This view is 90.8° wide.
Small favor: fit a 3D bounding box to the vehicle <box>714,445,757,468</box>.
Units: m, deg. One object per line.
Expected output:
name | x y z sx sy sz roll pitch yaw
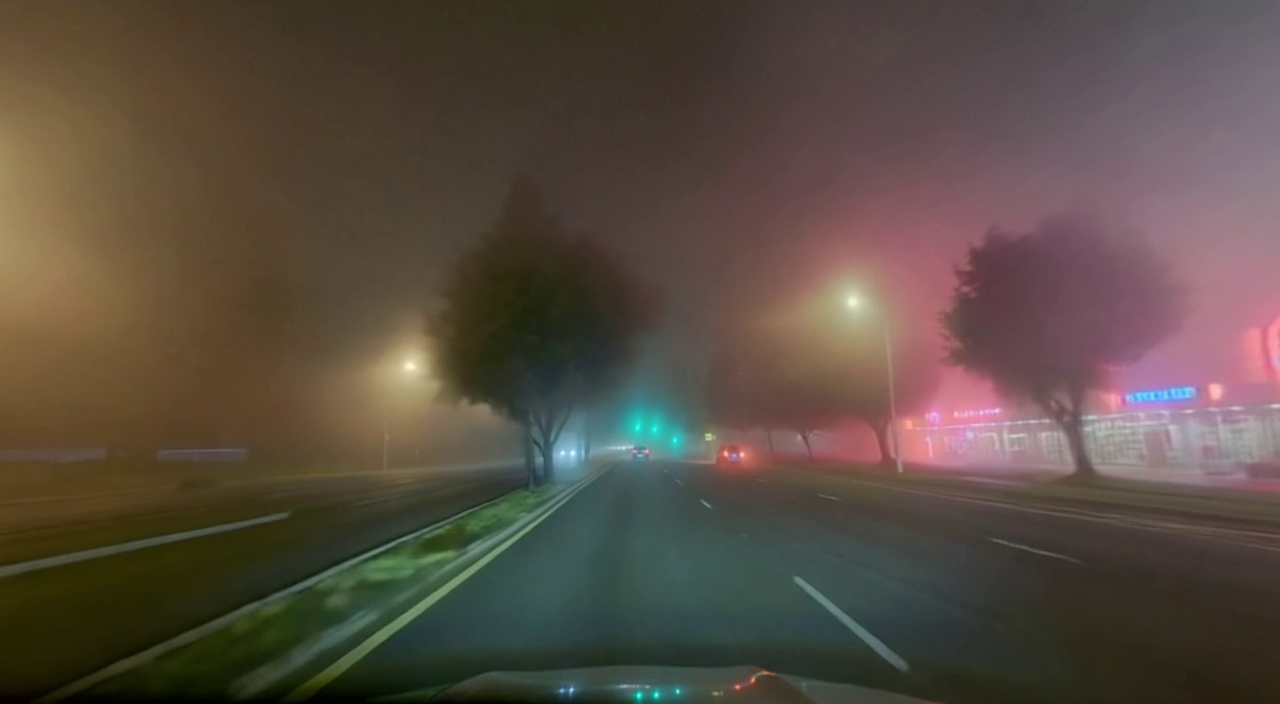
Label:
vehicle | 6.346 6.998 42.477 2.024 1.475 4.600 0 -9 -2
